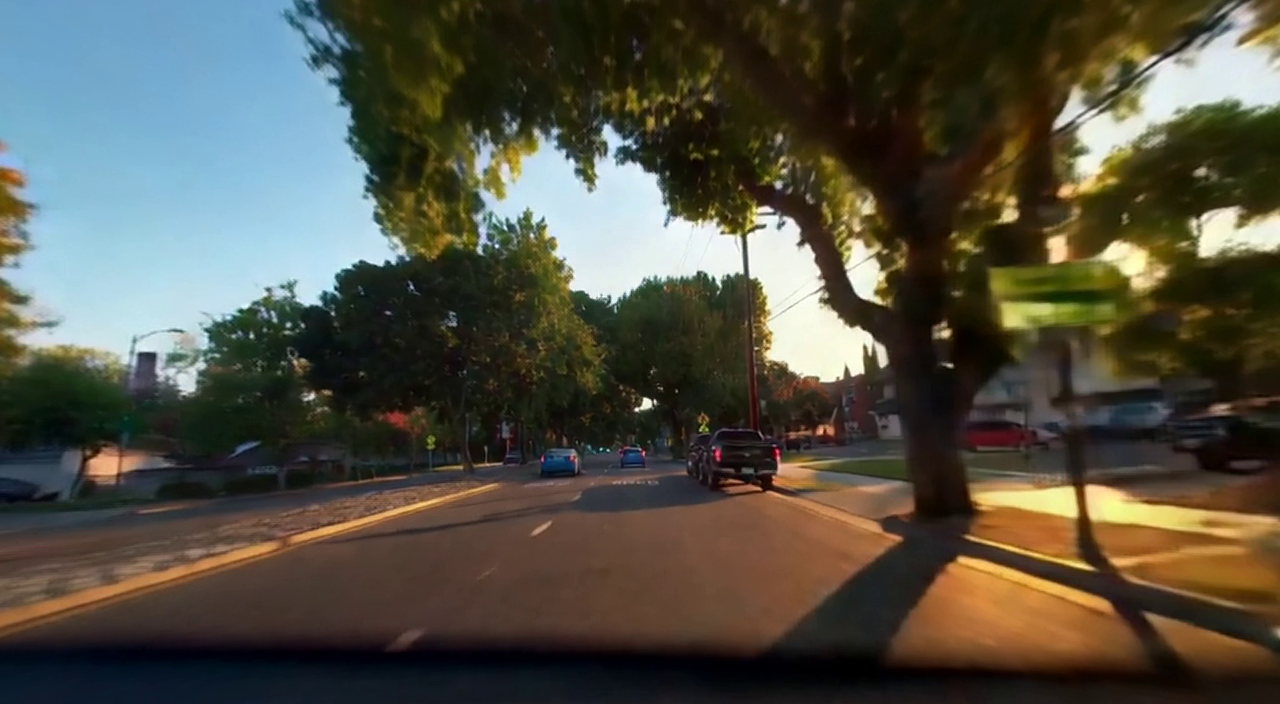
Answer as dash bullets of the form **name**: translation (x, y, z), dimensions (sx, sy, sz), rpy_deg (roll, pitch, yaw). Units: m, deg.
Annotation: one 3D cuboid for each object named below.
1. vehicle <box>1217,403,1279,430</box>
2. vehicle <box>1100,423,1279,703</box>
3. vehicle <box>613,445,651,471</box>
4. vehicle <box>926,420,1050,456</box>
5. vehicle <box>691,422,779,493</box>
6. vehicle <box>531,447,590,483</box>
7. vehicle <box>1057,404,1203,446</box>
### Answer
- **vehicle**: translation (39.466, 4.216, 40.655), dimensions (1.826, 1.445, 4.549), rpy_deg (-9, -11, 26)
- **vehicle**: translation (3.145, 0.629, 0.314), dimensions (2.076, 1.479, 4.754), rpy_deg (-4, -9, -2)
- **vehicle**: translation (-0.472, 6.352, 37.860), dimensions (2.187, 1.478, 4.138), rpy_deg (0, -9, -1)
- **vehicle**: translation (15.731, 3.952, 28.723), dimensions (1.881, 1.477, 4.617), rpy_deg (4, -10, -27)
- **vehicle**: translation (2.961, 3.471, 20.986), dimensions (2.072, 2.017, 5.590), rpy_deg (0, -9, 0)
- **vehicle**: translation (-3.501, 5.058, 28.545), dimensions (2.083, 1.460, 4.527), rpy_deg (0, -9, 0)
- **vehicle**: translation (21.953, 3.380, 28.466), dimensions (2.031, 1.732, 4.653), rpy_deg (3, -9, -23)
